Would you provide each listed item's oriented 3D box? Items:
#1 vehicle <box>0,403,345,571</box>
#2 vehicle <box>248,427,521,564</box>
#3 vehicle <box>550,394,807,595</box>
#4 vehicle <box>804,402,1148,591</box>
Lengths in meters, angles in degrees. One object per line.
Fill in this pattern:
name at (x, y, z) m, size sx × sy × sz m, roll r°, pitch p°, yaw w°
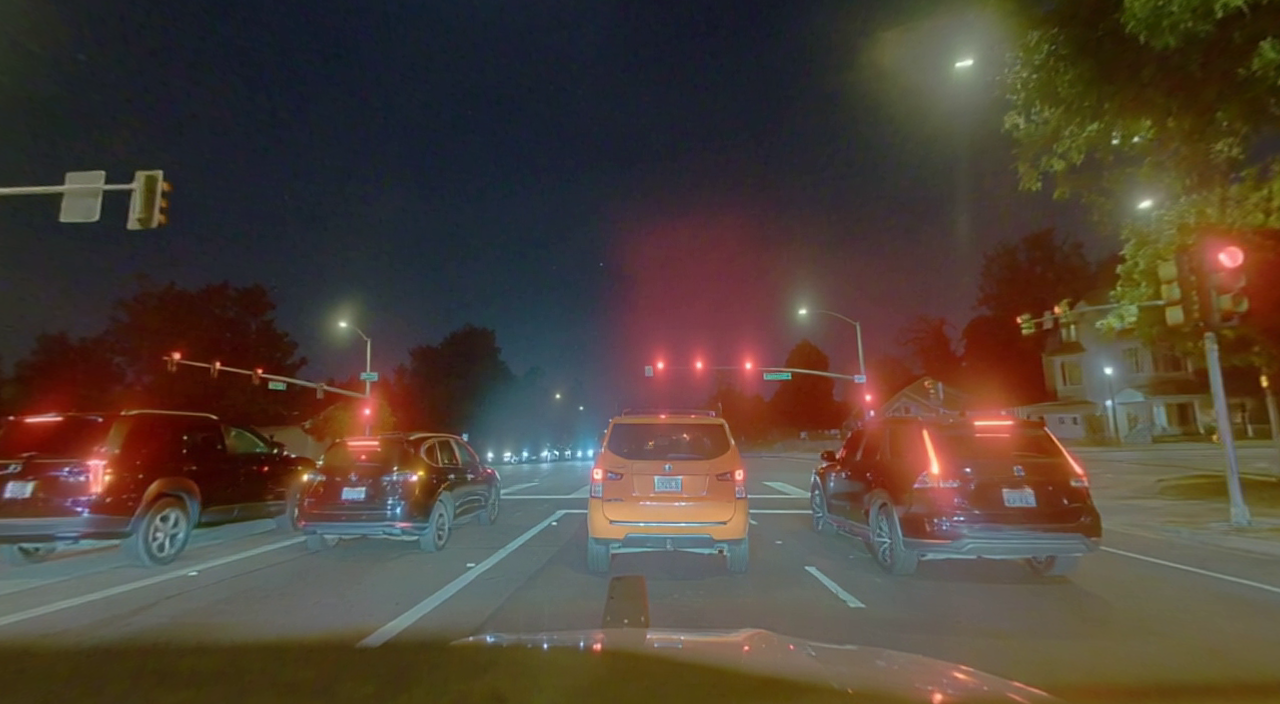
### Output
vehicle at (-6.639, 1.818, 9.304) m, size 2.075 × 1.796 × 4.785 m, roll 0°, pitch -8°, yaw 2°
vehicle at (-3.233, 1.891, 9.138) m, size 1.885 × 1.475 × 4.359 m, roll -1°, pitch -8°, yaw 4°
vehicle at (0.403, 1.530, 7.580) m, size 2.198 × 1.708 × 4.170 m, roll 0°, pitch -8°, yaw 2°
vehicle at (3.538, 1.599, 7.830) m, size 2.047 × 1.638 × 4.395 m, roll -1°, pitch -8°, yaw 4°
